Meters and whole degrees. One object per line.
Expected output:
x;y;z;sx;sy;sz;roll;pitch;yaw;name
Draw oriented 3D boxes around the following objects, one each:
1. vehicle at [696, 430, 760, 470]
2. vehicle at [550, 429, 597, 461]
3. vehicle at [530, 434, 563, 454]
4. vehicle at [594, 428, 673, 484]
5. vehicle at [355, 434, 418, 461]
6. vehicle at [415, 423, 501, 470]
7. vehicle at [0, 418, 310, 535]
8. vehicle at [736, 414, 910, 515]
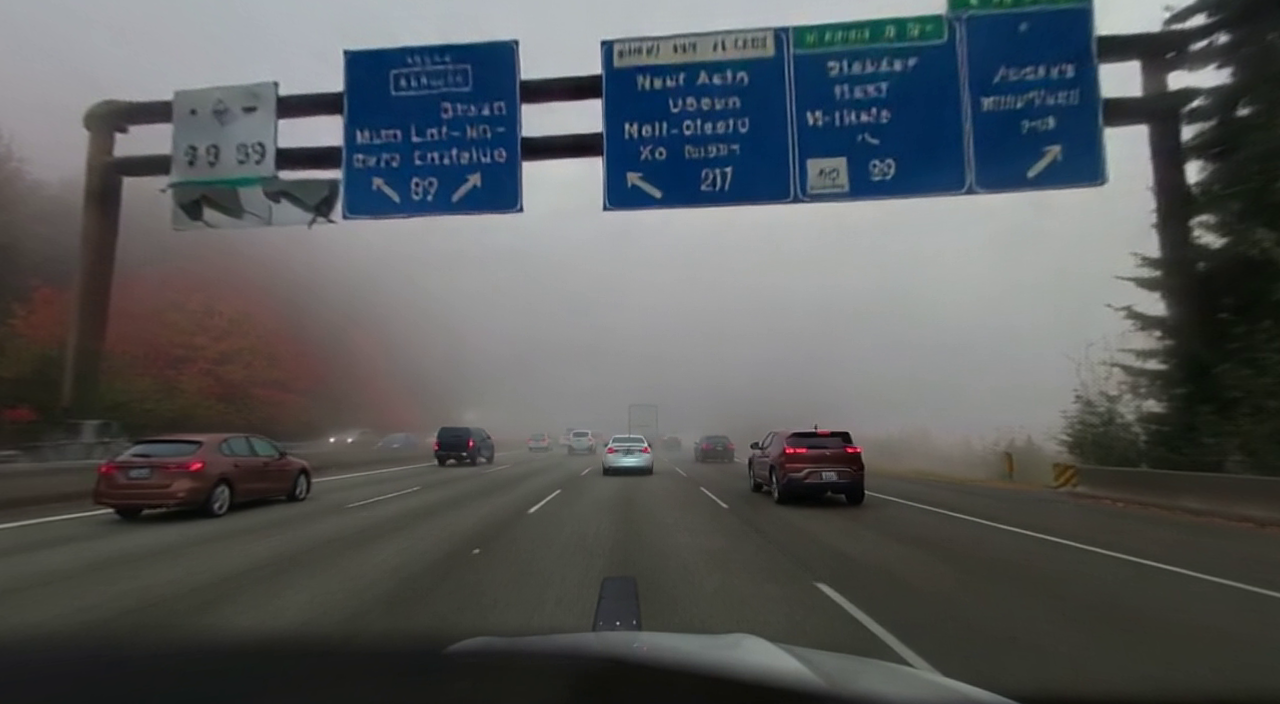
3.531;4.027;26.154;1.972;1.516;4.514;0;-8;-1;vehicle
-3.575;5.095;34.605;2.064;1.672;4.277;0;-8;1;vehicle
-7.060;6.988;47.778;1.896;1.429;4.348;0;-8;0;vehicle
-0.186;3.081;19.072;2.111;1.494;4.364;0;-8;-1;vehicle
-15.511;5.843;38.723;2.084;1.538;4.162;0;-8;0;vehicle
-7.488;3.921;26.381;2.117;1.779;4.745;0;-8;1;vehicle
-7.471;1.915;10.319;1.934;1.526;3.966;0;-8;0;vehicle
3.372;2.154;12.637;2.095;1.650;4.331;0;-8;-1;vehicle
